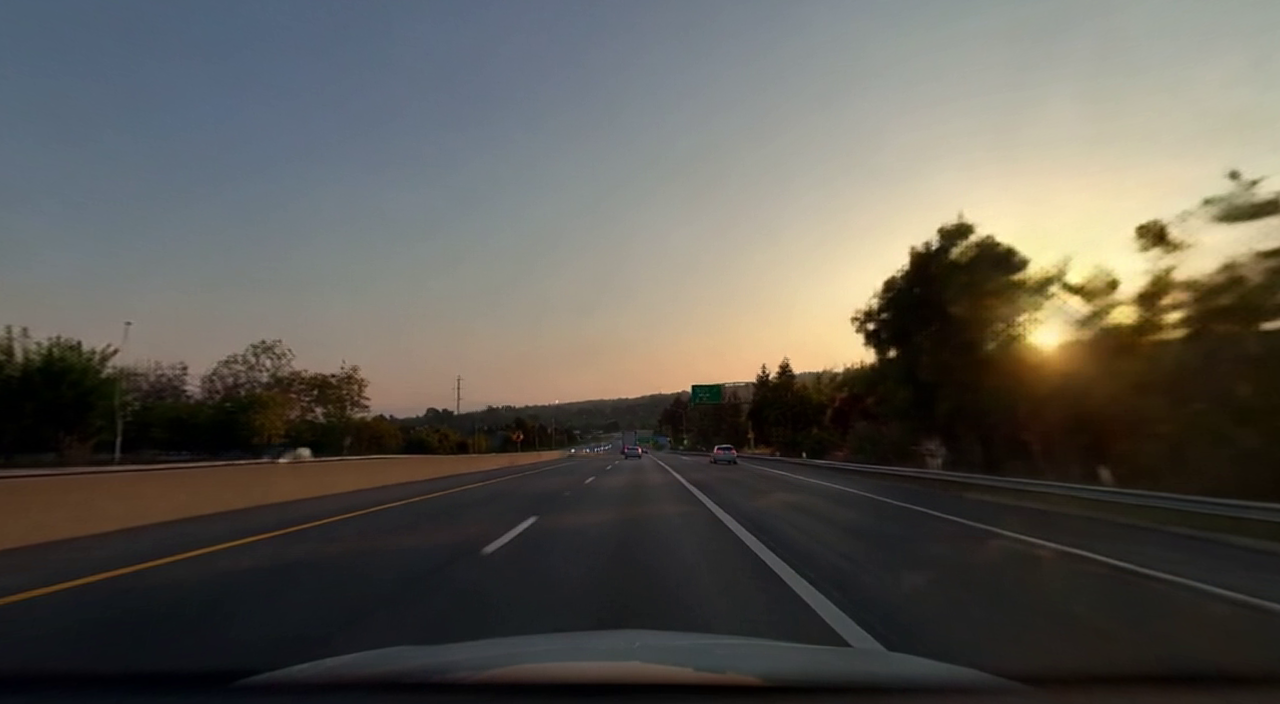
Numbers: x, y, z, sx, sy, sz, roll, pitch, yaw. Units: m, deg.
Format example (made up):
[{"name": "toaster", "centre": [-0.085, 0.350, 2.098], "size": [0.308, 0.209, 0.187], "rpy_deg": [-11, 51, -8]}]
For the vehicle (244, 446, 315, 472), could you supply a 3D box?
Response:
[{"name": "vehicle", "centre": [-24.012, 7.102, 42.126], "size": [1.958, 1.646, 4.547], "rpy_deg": [0, -9, 2]}]

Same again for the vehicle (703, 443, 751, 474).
[{"name": "vehicle", "centre": [4.876, 6.025, 35.813], "size": [2.085, 1.594, 4.848], "rpy_deg": [0, -9, 1]}]
